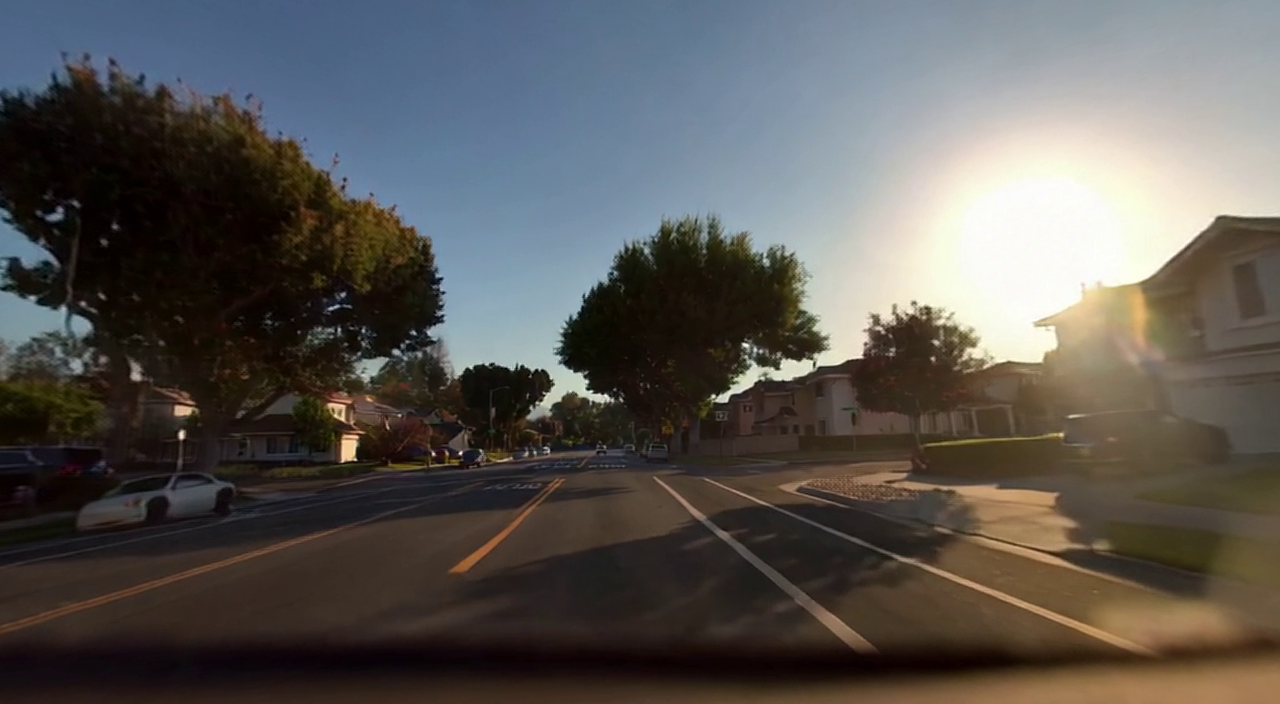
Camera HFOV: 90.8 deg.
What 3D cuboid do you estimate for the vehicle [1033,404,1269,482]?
[{"bbox_3d":[11.880,2.127,14.823,4.216,1.634,1.999,2,-9,-13],"label":"vehicle"}]

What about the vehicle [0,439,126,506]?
[{"bbox_3d":[-19.877,3.852,19.876,5.560,1.892,2.099,-3,-9,0],"label":"vehicle"}]

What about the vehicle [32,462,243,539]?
[{"bbox_3d":[-12.039,3.524,15.584,1.870,1.451,4.140,-1,-8,-2],"label":"vehicle"}]
